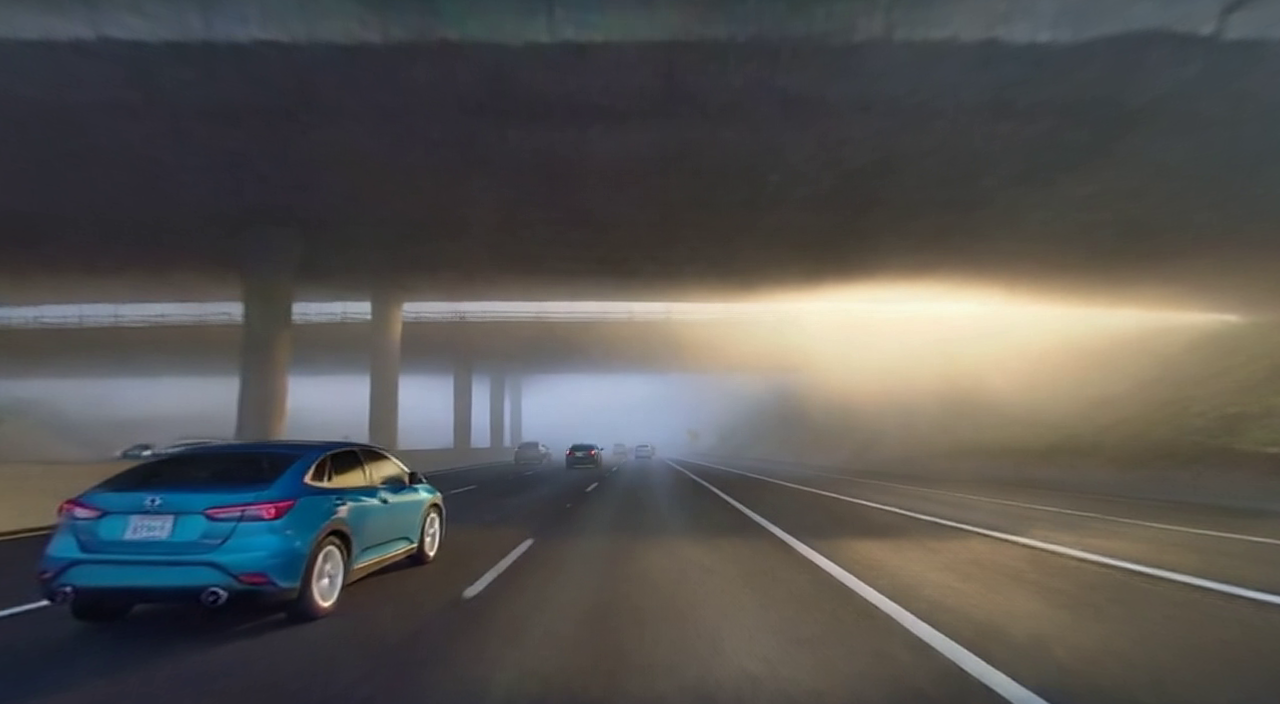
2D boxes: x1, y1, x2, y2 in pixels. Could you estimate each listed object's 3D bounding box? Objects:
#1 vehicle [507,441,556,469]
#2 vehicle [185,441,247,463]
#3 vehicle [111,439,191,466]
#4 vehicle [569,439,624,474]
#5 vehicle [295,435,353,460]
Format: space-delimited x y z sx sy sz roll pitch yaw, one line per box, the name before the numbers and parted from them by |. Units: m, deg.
vehicle | -6.578 6.308 38.850 2.069 1.551 4.830 0 -8 1
vehicle | -28.047 6.610 41.823 1.578 1.429 3.524 -1 -8 2
vehicle | -31.842 6.561 41.219 2.010 1.619 3.988 0 -8 1
vehicle | -2.100 5.247 31.851 2.210 1.628 4.586 -1 -8 3
vehicle | -23.954 7.265 48.028 1.899 1.729 4.753 0 -8 0
